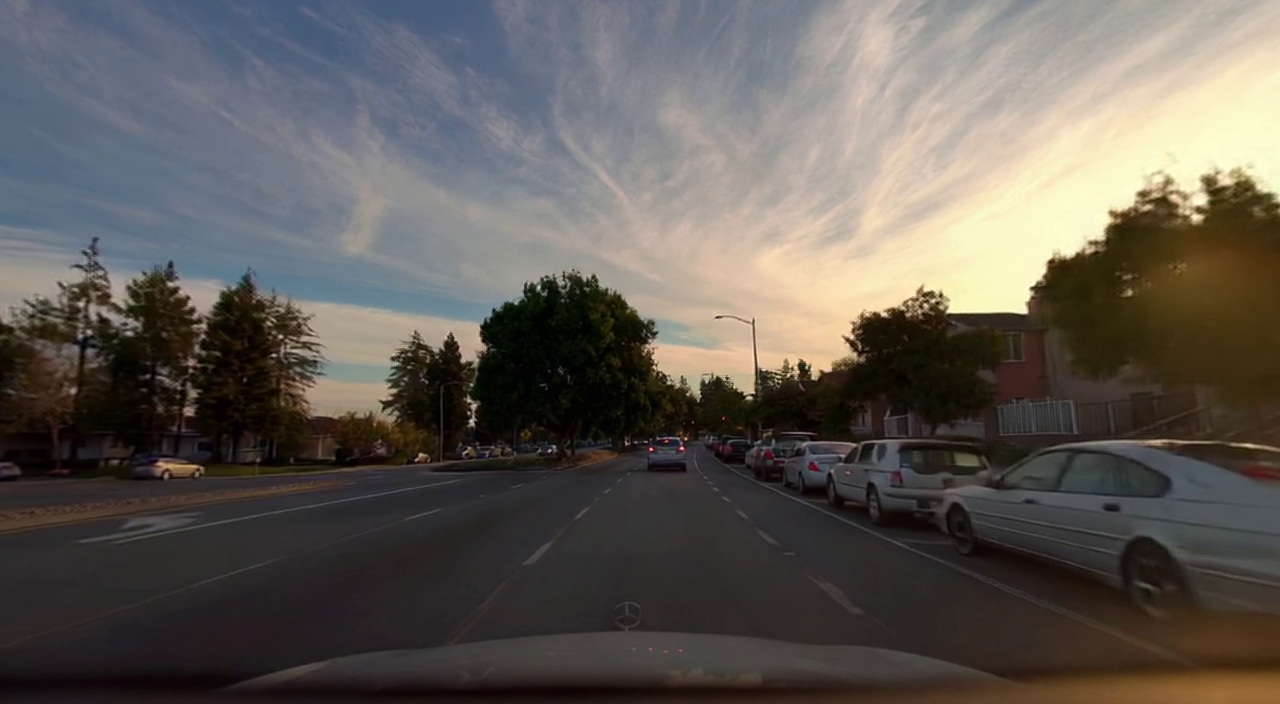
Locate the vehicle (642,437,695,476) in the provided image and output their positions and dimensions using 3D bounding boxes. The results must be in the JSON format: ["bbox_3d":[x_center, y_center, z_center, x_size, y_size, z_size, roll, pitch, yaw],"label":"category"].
[{"bbox_3d":[1.171,4.313,26.170,2.011,1.480,4.170,-1,-8,2],"label":"vehicle"}]

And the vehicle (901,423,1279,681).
[{"bbox_3d":[4.464,1.462,5.816,1.855,1.445,4.895,0,-8,-2],"label":"vehicle"}]

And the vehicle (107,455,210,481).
[{"bbox_3d":[-29.630,7.146,38.904,4.591,1.468,1.805,1,-9,-9],"label":"vehicle"}]
